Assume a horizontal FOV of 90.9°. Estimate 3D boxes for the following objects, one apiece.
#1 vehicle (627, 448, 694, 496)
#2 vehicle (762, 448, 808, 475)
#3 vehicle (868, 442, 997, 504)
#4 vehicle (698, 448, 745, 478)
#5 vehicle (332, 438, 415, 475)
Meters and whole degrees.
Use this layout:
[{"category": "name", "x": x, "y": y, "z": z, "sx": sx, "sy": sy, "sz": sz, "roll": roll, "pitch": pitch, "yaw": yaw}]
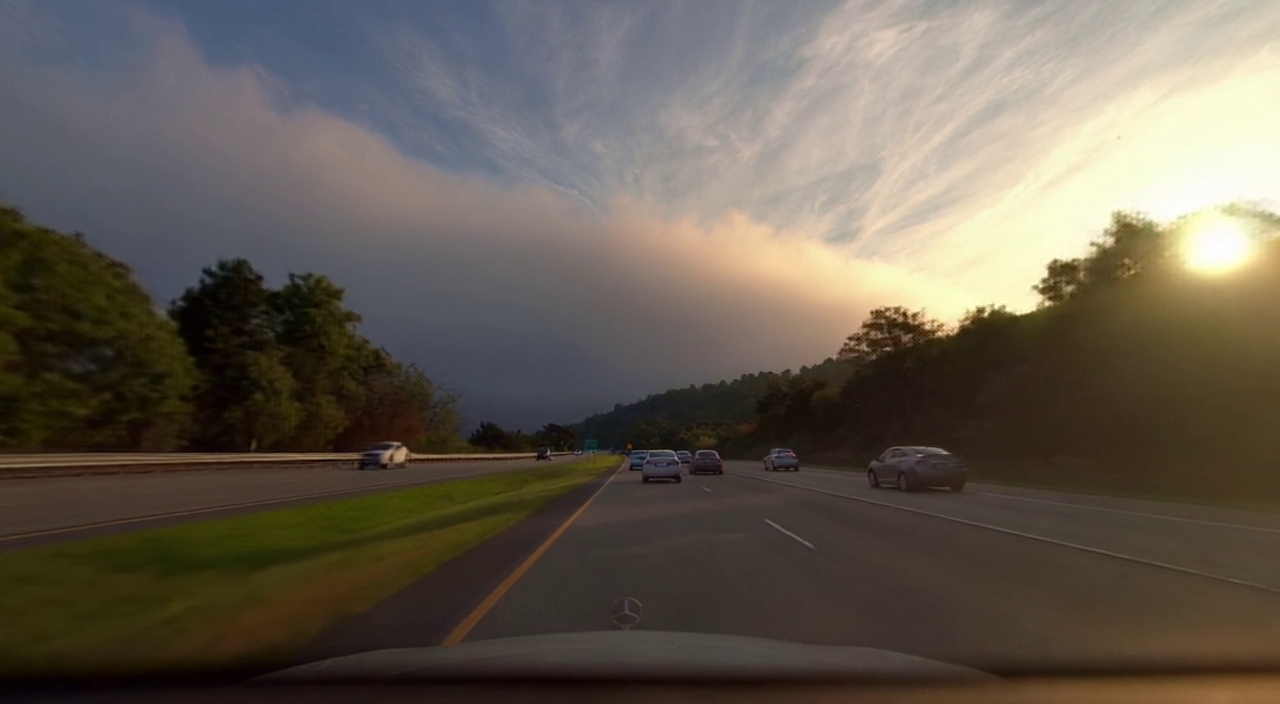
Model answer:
[{"category": "vehicle", "x": 0.629, "y": 3.965, "z": 21.110, "sx": 2.020, "sy": 1.426, "sz": 3.702, "roll": 0, "pitch": -9, "yaw": 0}, {"category": "vehicle", "x": 9.104, "y": 6.865, "z": 39.810, "sx": 1.957, "sy": 1.594, "sz": 3.632, "roll": 0, "pitch": -9, "yaw": -1}, {"category": "vehicle", "x": 8.233, "y": 3.416, "z": 18.160, "sx": 1.847, "sy": 1.554, "sz": 3.752, "roll": 0, "pitch": -9, "yaw": -1}, {"category": "vehicle", "x": 4.364, "y": 5.993, "z": 34.256, "sx": 1.981, "sy": 1.518, "sz": 4.029, "roll": 0, "pitch": -9, "yaw": -1}, {"category": "vehicle", "x": -12.147, "y": 4.800, "z": 29.028, "sx": 1.950, "sy": 1.566, "sz": 4.141, "roll": 0, "pitch": -9, "yaw": 0}]
